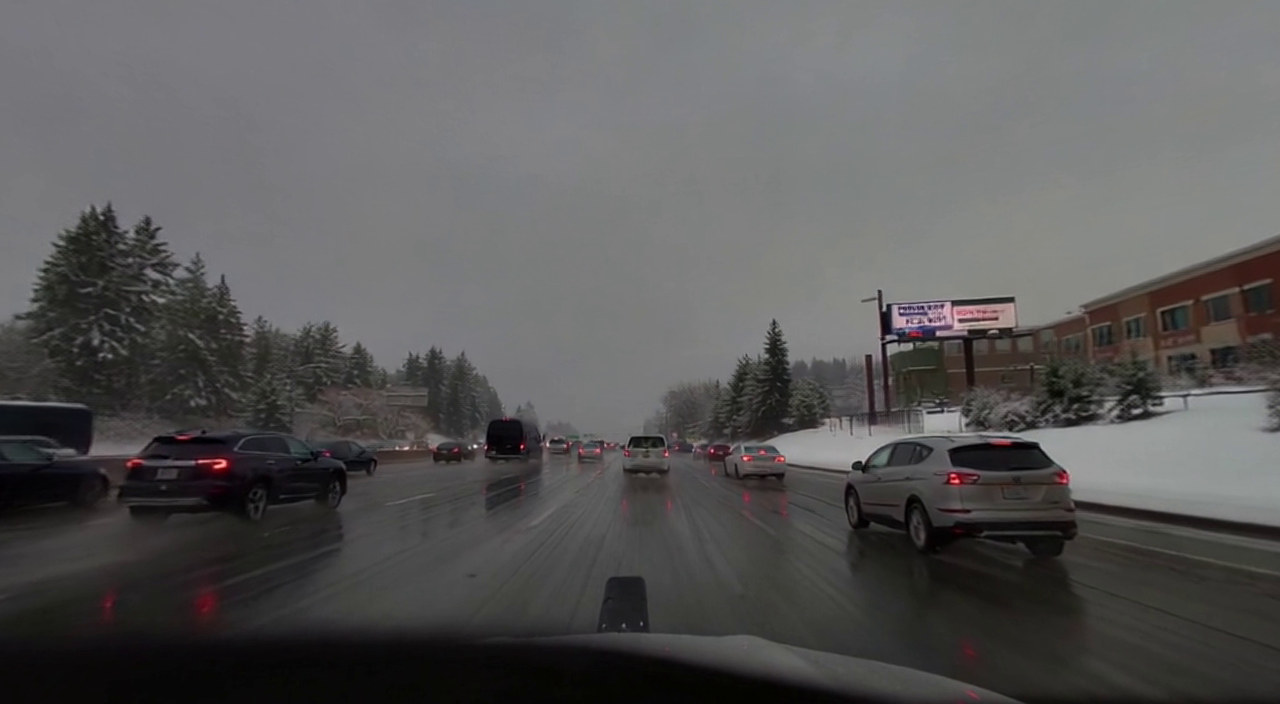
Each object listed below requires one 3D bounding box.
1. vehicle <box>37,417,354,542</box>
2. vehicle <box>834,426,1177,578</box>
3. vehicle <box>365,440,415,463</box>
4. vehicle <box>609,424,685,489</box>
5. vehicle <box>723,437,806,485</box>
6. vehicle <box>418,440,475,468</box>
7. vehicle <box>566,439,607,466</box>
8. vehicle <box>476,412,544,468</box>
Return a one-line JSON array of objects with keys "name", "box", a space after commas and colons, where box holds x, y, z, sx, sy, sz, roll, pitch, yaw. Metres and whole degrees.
[{"name": "vehicle", "box": [-6.910, 2.012, 10.613, 2.021, 1.632, 4.417, 0, -8, 1]}, {"name": "vehicle", "box": [4.300, 1.809, 8.520, 1.915, 1.482, 4.537, 0, -8, 0]}, {"name": "vehicle", "box": [-17.118, 6.826, 43.383, 1.848, 1.487, 3.805, 0, -8, 0]}, {"name": "vehicle", "box": [0.218, 3.360, 20.662, 2.209, 1.863, 4.626, 0, -8, 1]}, {"name": "vehicle", "box": [4.235, 3.790, 22.263, 1.942, 1.487, 4.518, 0, -8, -1]}, {"name": "vehicle", "box": [-10.918, 5.759, 35.819, 1.923, 1.480, 3.905, 0, -8, 1]}, {"name": "vehicle", "box": [-3.187, 6.151, 38.762, 2.079, 1.499, 4.512, 0, -8, 1]}, {"name": "vehicle", "box": [-7.112, 4.967, 35.524, 2.358, 2.817, 7.055, 0, -8, 0]}]
